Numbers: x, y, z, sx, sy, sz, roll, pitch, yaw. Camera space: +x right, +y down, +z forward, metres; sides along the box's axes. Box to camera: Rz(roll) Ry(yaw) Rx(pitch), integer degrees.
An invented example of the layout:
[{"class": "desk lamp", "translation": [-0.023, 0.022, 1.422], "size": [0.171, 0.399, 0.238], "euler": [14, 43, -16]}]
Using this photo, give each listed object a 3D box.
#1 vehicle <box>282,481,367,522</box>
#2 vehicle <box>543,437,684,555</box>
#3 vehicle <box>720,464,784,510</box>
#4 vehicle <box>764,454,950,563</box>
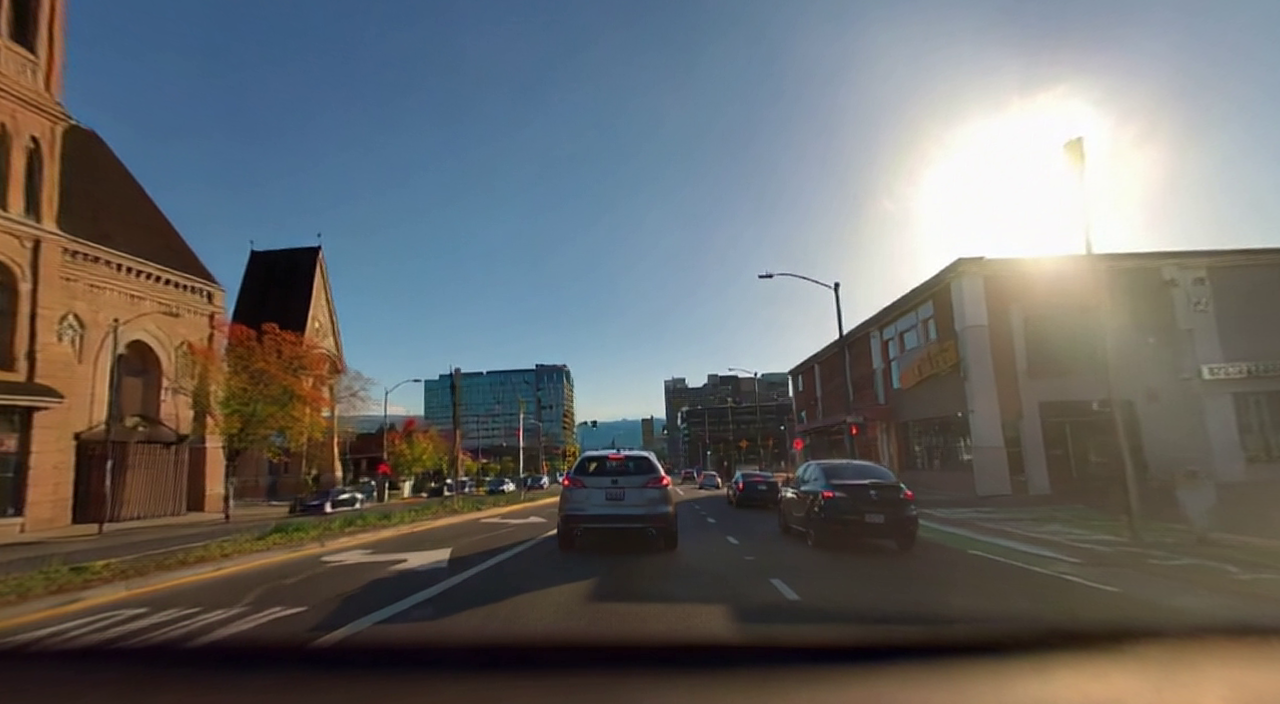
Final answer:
[{"class": "vehicle", "translation": [-15.931, 7.546, 32.222], "size": [1.901, 1.532, 4.733], "euler": [-1, -7, 1]}, {"class": "vehicle", "translation": [-0.359, 2.539, 11.879], "size": [2.168, 1.776, 4.135], "euler": [-1, -8, 2]}, {"class": "vehicle", "translation": [4.289, 5.232, 24.890], "size": [1.890, 1.491, 4.166], "euler": [-1, -8, 2]}, {"class": "vehicle", "translation": [3.562, 2.619, 11.373], "size": [1.883, 1.472, 4.471], "euler": [-1, -8, 2]}]
